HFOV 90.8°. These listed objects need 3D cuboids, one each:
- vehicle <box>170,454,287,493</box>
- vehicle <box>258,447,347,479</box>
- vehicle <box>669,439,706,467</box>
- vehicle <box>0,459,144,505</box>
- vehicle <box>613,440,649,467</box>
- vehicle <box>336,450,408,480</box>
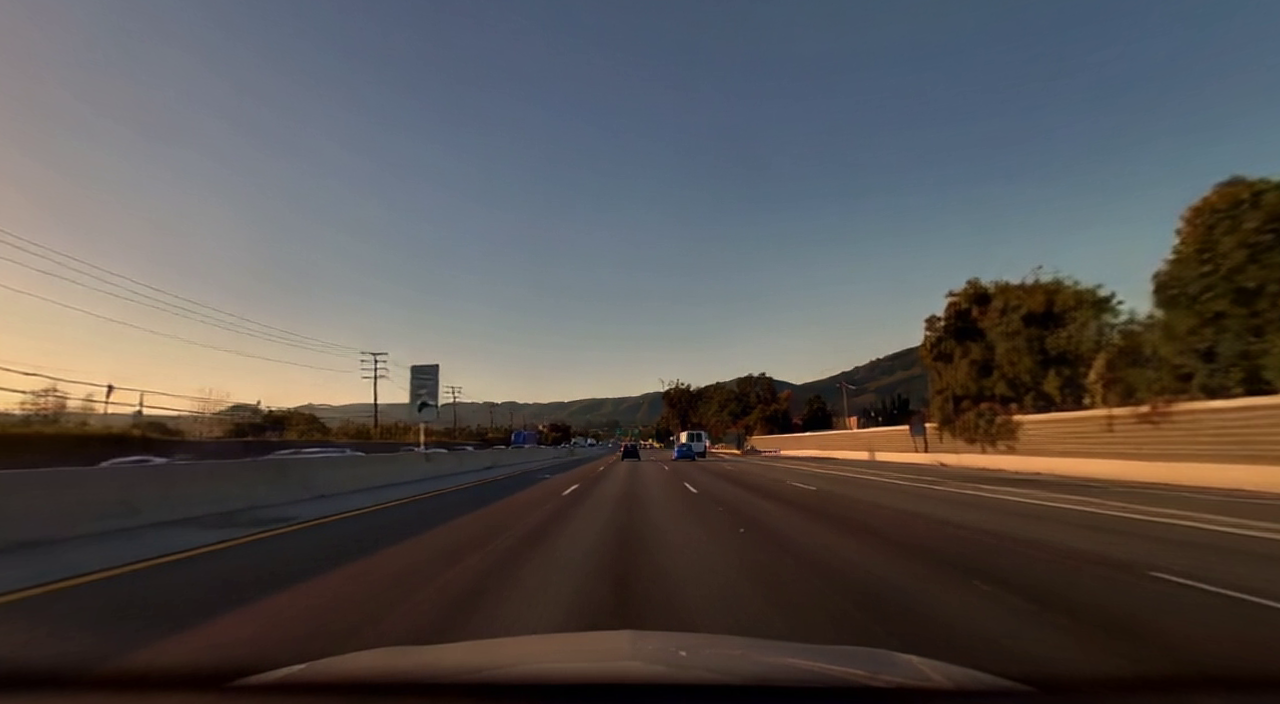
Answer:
[{"bbox_3d":[-17.439,5.121,27.085,1.903,1.482,4.623,0,-9,0],"label":"vehicle"},{"bbox_3d":[-21.617,7.115,40.880,2.345,1.875,6.106,0,-9,0],"label":"vehicle"},{"bbox_3d":[3.210,6.931,43.510,2.036,1.796,4.470,0,-9,-2],"label":"vehicle"},{"bbox_3d":[-21.402,4.810,23.738,1.846,1.479,4.524,0,-9,-1],"label":"vehicle"},{"bbox_3d":[-0.594,6.896,42.890,2.325,1.712,4.592,0,-9,-1],"label":"vehicle"},{"bbox_3d":[-14.093,5.968,33.540,1.894,1.454,4.454,0,-9,0],"label":"vehicle"}]
